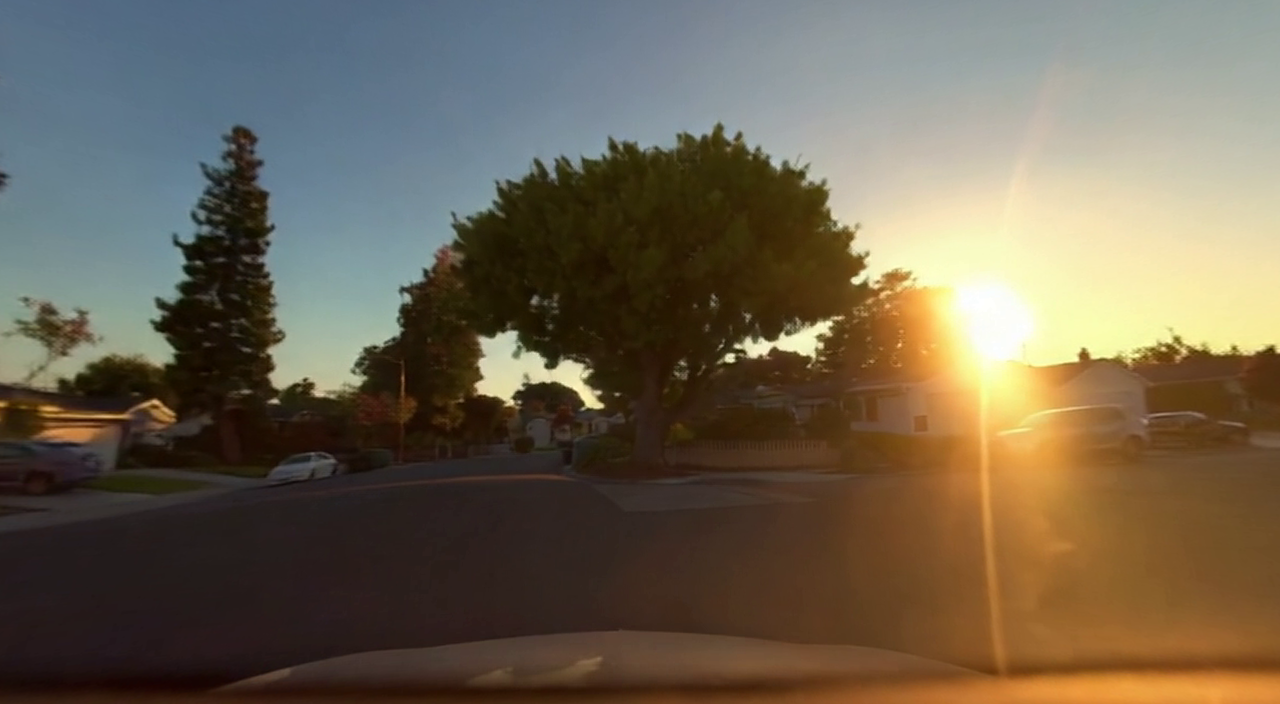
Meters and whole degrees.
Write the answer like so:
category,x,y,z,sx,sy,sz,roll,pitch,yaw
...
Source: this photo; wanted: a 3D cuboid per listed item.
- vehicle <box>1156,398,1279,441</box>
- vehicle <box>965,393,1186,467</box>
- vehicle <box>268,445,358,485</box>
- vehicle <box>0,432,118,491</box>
category,x,y,z,sx,sy,sz,roll,pitch,yaw
vehicle,28.738,3.425,31.201,2.029,1.747,4.373,2,-11,-11
vehicle,13.674,2.515,19.826,6.088,2.084,2.337,3,-10,-18
vehicle,-13.944,4.794,27.193,2.040,1.525,5.212,2,-9,-12
vehicle,-20.793,3.631,20.928,4.683,1.849,2.044,2,-9,-14
